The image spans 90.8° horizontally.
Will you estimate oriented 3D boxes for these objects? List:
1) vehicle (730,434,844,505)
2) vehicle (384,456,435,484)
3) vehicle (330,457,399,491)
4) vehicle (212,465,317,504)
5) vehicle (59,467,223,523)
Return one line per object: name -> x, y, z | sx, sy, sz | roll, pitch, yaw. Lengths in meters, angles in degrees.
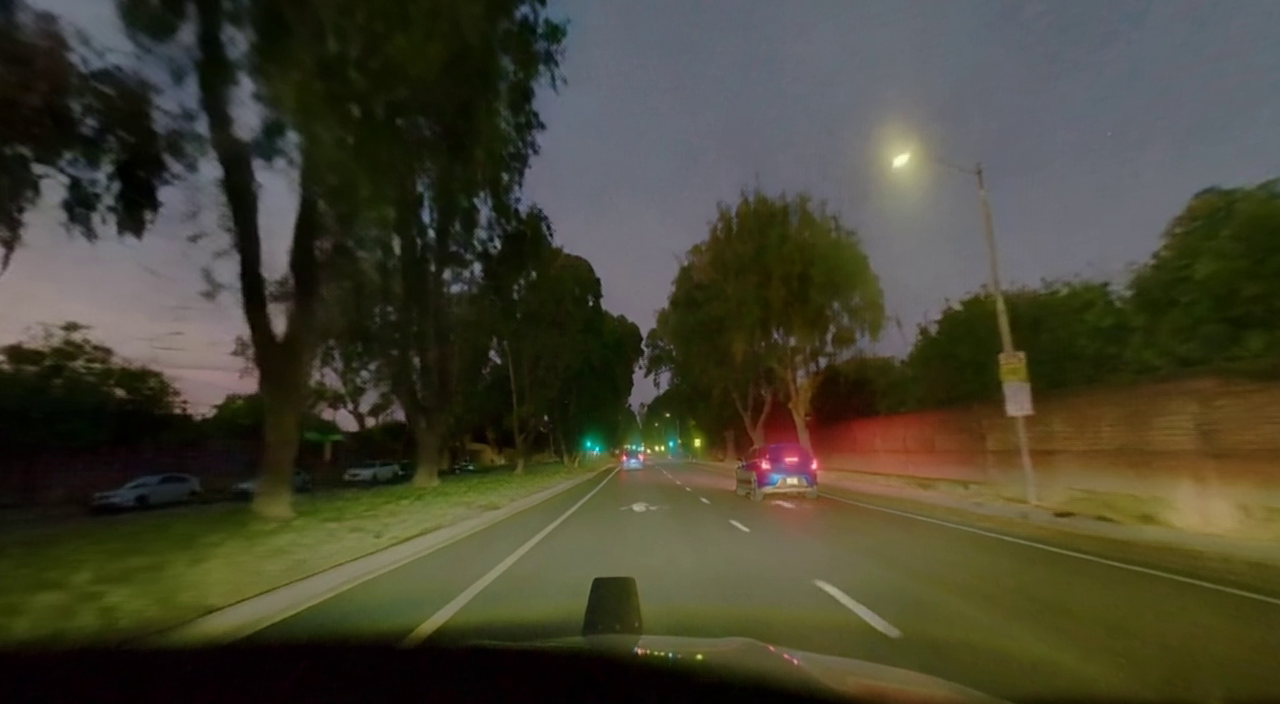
vehicle -> 4.084, 3.353, 18.477 | 2.155, 1.752, 4.456 | -1, -9, -1
vehicle -> -17.599, 9.010, 48.547 | 2.075, 1.909, 5.064 | -1, -8, -1
vehicle -> -17.335, 7.688, 40.100 | 2.096, 1.816, 5.362 | -4, -9, -1
vehicle -> -17.575, 6.202, 29.882 | 2.071, 1.489, 4.724 | -1, -9, 0
vehicle -> -17.442, 4.989, 22.453 | 2.099, 1.558, 4.533 | -1, -9, 0
